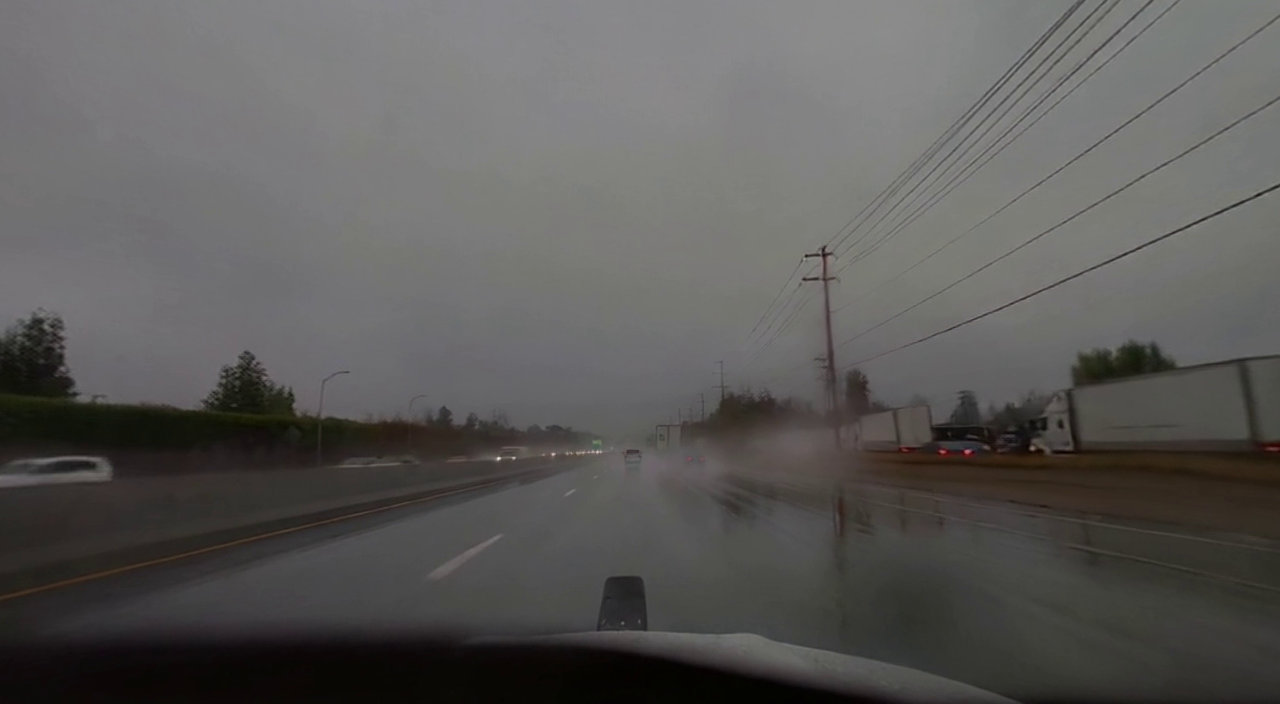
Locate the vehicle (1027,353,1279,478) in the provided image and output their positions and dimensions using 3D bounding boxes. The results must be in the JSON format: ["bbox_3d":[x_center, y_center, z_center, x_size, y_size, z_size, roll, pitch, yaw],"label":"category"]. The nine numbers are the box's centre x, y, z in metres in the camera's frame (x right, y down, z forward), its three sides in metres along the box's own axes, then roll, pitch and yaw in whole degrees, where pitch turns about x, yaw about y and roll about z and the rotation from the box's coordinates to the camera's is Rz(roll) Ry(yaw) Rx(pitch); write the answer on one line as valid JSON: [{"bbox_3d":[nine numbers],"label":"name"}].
[{"bbox_3d":[23.612,3.179,28.095,3.234,4.276,14.411,0,-9,-1],"label":"vehicle"}]

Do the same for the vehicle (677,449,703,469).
[{"bbox_3d":[3.923,8.397,49.608,1.779,1.512,3.517,0,-9,0],"label":"vehicle"}]

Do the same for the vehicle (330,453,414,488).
[{"bbox_3d":[-12.258,5.420,29.144,1.855,1.429,4.461,0,-9,1],"label":"vehicle"}]

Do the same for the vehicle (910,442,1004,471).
[{"bbox_3d":[22.795,7.595,45.909,2.735,1.910,7.423,0,-9,-3],"label":"vehicle"}]

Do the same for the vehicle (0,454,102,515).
[{"bbox_3d":[-23.625,4.854,23.399,2.412,2.091,5.424,0,-9,0],"label":"vehicle"}]

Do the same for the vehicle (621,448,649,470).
[{"bbox_3d":[-0.401,8.453,49.857,2.111,1.599,3.859,0,-9,-1],"label":"vehicle"}]
